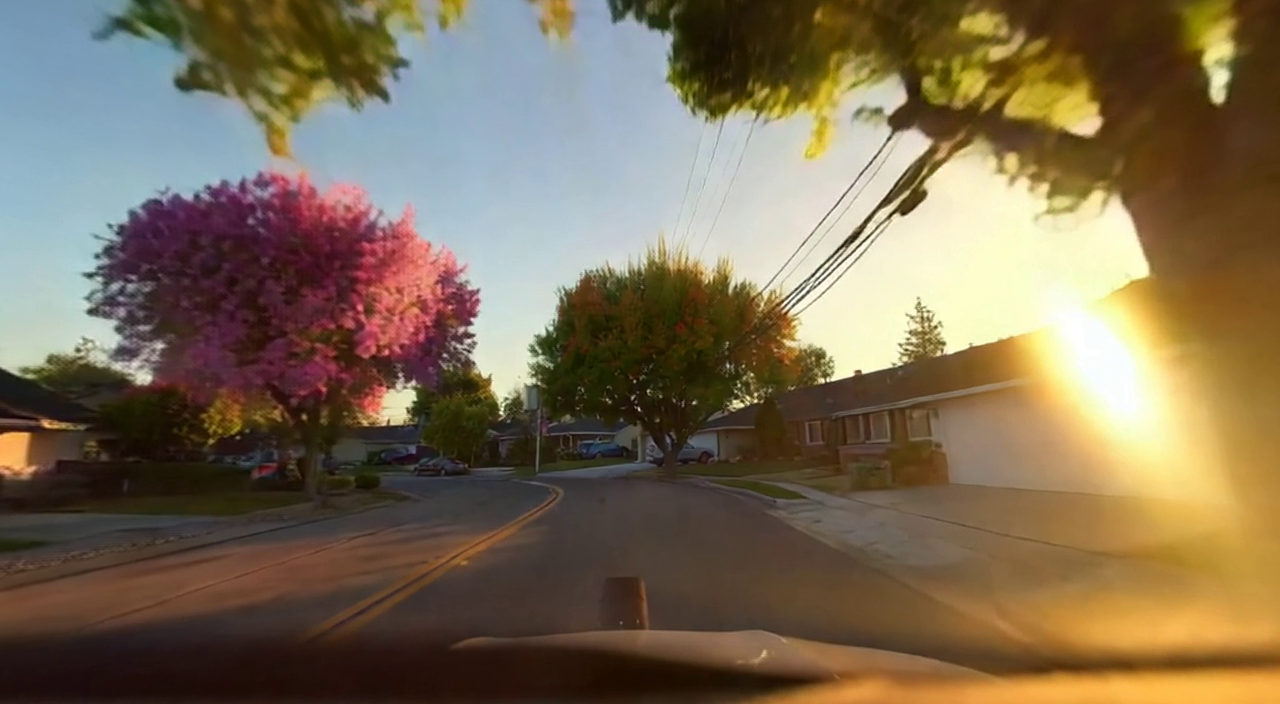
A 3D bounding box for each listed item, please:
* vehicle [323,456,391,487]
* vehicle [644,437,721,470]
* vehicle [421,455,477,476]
[{"bbox_3d":[-17.227,7.214,38.389,3.897,1.493,1.942,-3,-6,34],"label":"vehicle"},{"bbox_3d":[2.736,6.474,40.514,4.459,1.738,1.930,0,-8,-28],"label":"vehicle"},{"bbox_3d":[-14.627,8.649,48.355,4.019,1.484,1.978,-6,-10,33],"label":"vehicle"}]
